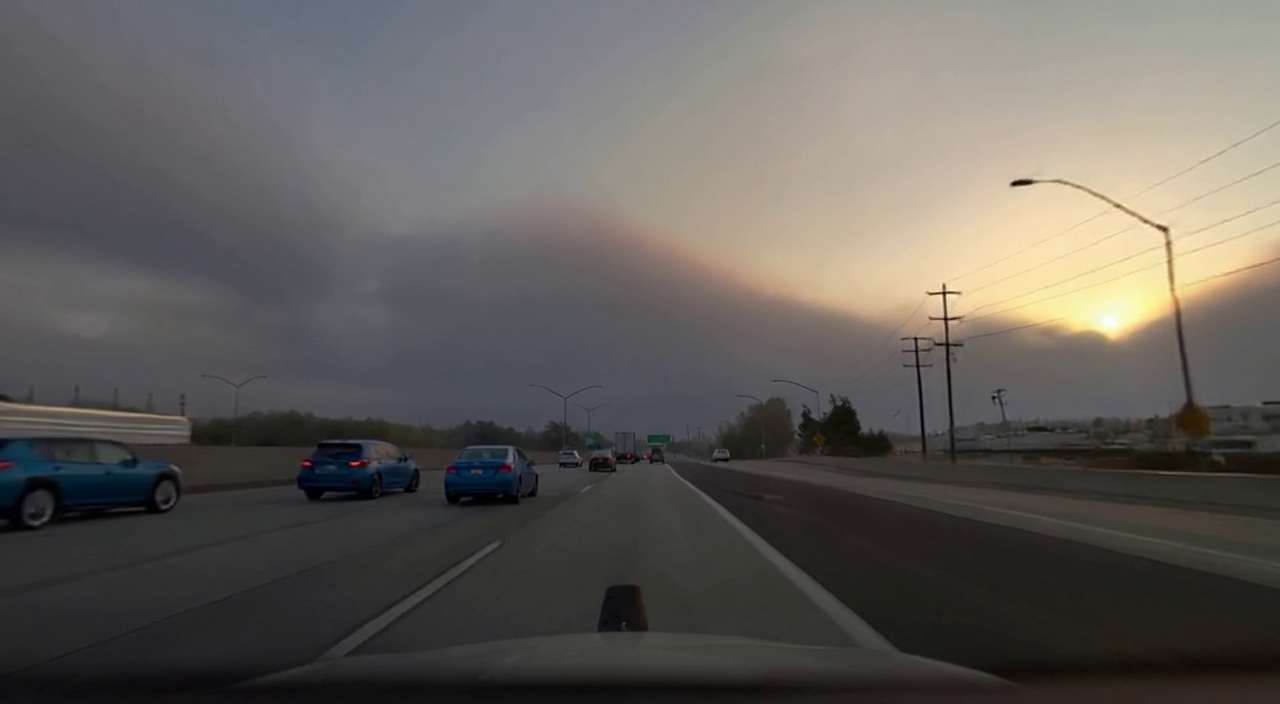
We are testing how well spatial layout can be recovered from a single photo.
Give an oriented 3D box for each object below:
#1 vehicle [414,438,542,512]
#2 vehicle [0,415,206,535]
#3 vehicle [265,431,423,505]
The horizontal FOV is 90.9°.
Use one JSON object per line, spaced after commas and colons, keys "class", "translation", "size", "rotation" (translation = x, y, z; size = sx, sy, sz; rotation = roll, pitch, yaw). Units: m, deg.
{"class": "vehicle", "translation": [-3.649, 2.816, 14.958], "size": [1.953, 1.511, 3.704], "rotation": [0, -8, 1]}
{"class": "vehicle", "translation": [-10.723, 2.140, 11.429], "size": [2.044, 1.810, 5.016], "rotation": [0, -8, 1]}
{"class": "vehicle", "translation": [-7.516, 2.963, 16.587], "size": [1.970, 1.682, 4.297], "rotation": [0, -8, 1]}
